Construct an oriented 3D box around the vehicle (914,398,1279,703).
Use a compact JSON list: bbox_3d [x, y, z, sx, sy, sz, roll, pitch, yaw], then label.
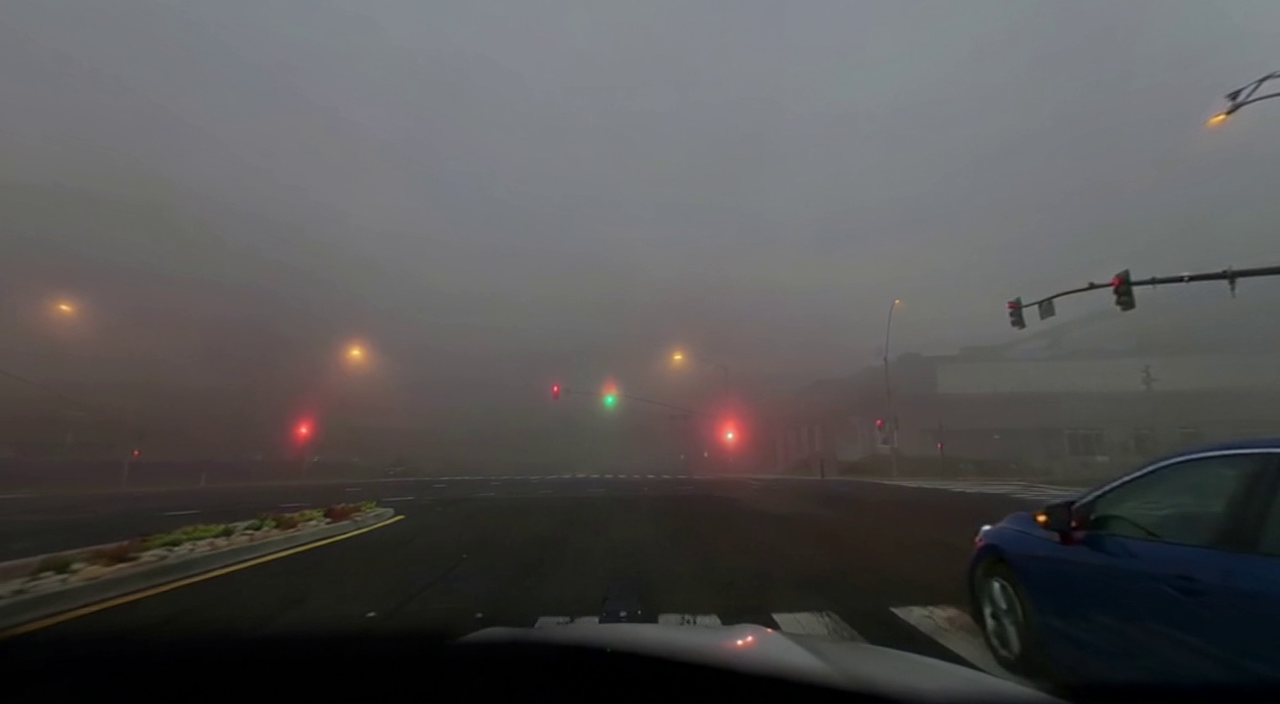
[{"bbox_3d":[3.141,0.958,2.258,2.089,1.539,4.767,0,-9,-1],"label":"vehicle"}]
